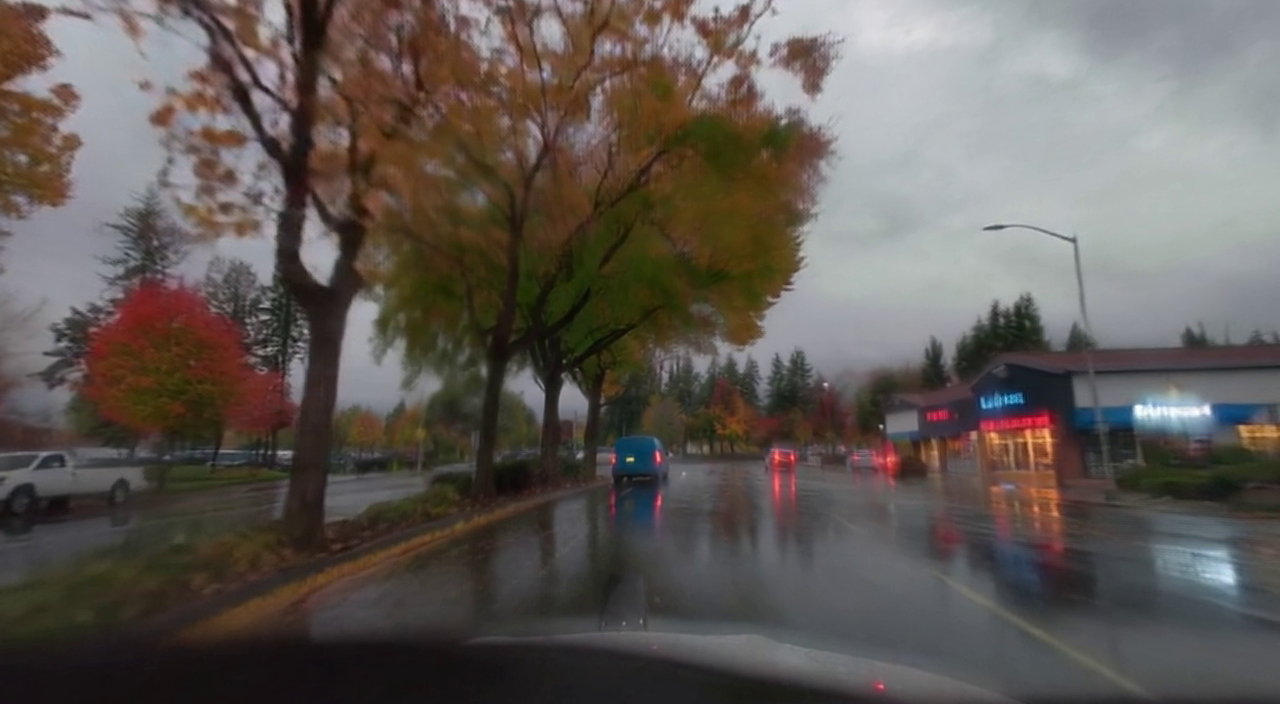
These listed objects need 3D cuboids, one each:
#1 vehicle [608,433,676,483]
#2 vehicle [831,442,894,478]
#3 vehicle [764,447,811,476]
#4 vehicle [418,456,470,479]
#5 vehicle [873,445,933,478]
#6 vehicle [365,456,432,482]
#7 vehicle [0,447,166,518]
[{"bbox_3d":[0.212,4.333,26.151,2.344,1.863,4.665,-1,-8,6],"label":"vehicle"},{"bbox_3d":[11.594,5.614,33.216,2.040,1.738,4.414,-1,-8,5],"label":"vehicle"},{"bbox_3d":[8.016,5.948,34.695,1.886,1.464,4.290,-1,-8,5],"label":"vehicle"},{"bbox_3d":[-13.599,8.018,44.117,1.877,1.445,4.436,-1,-8,5],"label":"vehicle"},{"bbox_3d":[15.113,6.251,36.429,2.076,1.759,3.970,-1,-8,6],"label":"vehicle"},{"bbox_3d":[-14.471,7.021,38.035,1.797,1.351,4.300,-1,-9,8],"label":"vehicle"},{"bbox_3d":[-16.915,3.624,18.094,1.914,1.785,5.408,-1,-9,7],"label":"vehicle"}]
